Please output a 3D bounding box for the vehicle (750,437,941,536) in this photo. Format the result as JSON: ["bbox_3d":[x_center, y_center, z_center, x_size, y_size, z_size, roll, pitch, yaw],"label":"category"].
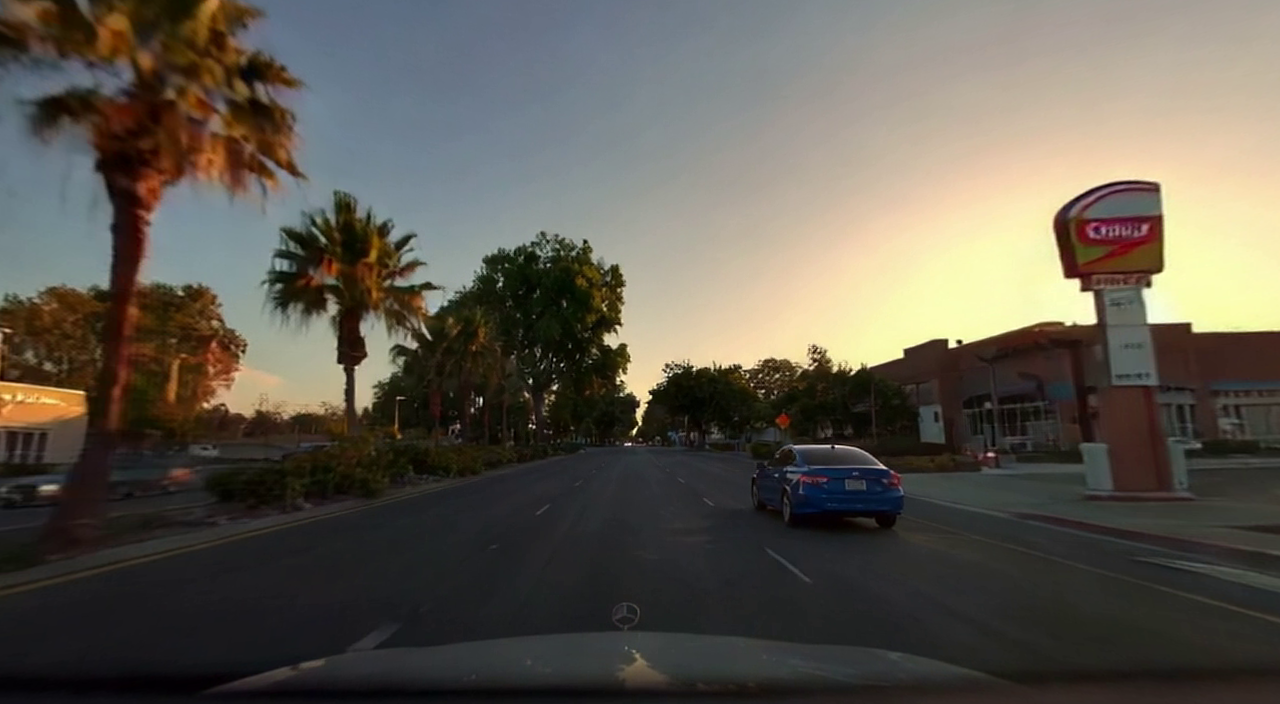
[{"bbox_3d":[3.406,2.297,11.508,1.978,1.442,4.262,0,-8,-1],"label":"vehicle"}]

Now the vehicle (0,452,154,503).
[{"bbox_3d":[-19.590,4.244,21.803,1.892,1.481,4.694,0,-8,0],"label":"vehicle"}]
